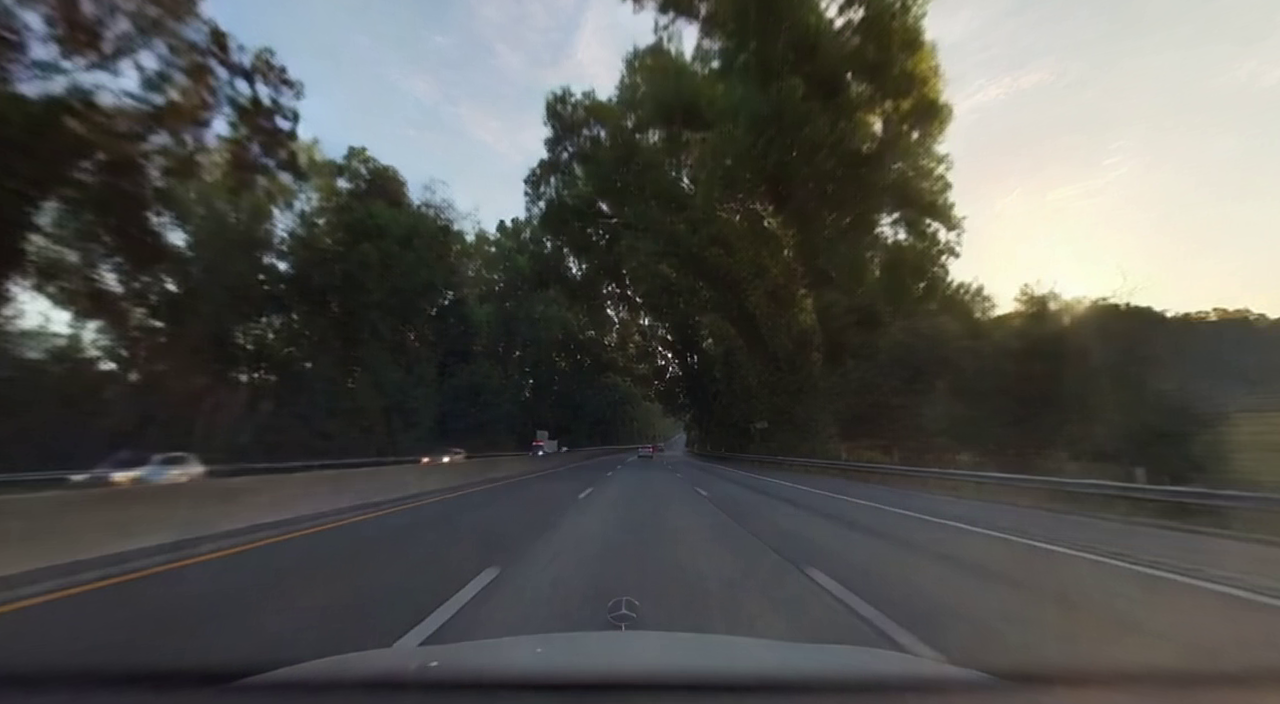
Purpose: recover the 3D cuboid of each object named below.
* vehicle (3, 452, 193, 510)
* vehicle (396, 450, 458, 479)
[{"bbox_3d":[-15.420,3.644,18.264,1.923,1.484,3.949,0,-9,1],"label":"vehicle"},{"bbox_3d":[-11.375,6.004,33.874,1.864,1.452,3.968,0,-9,1],"label":"vehicle"}]
